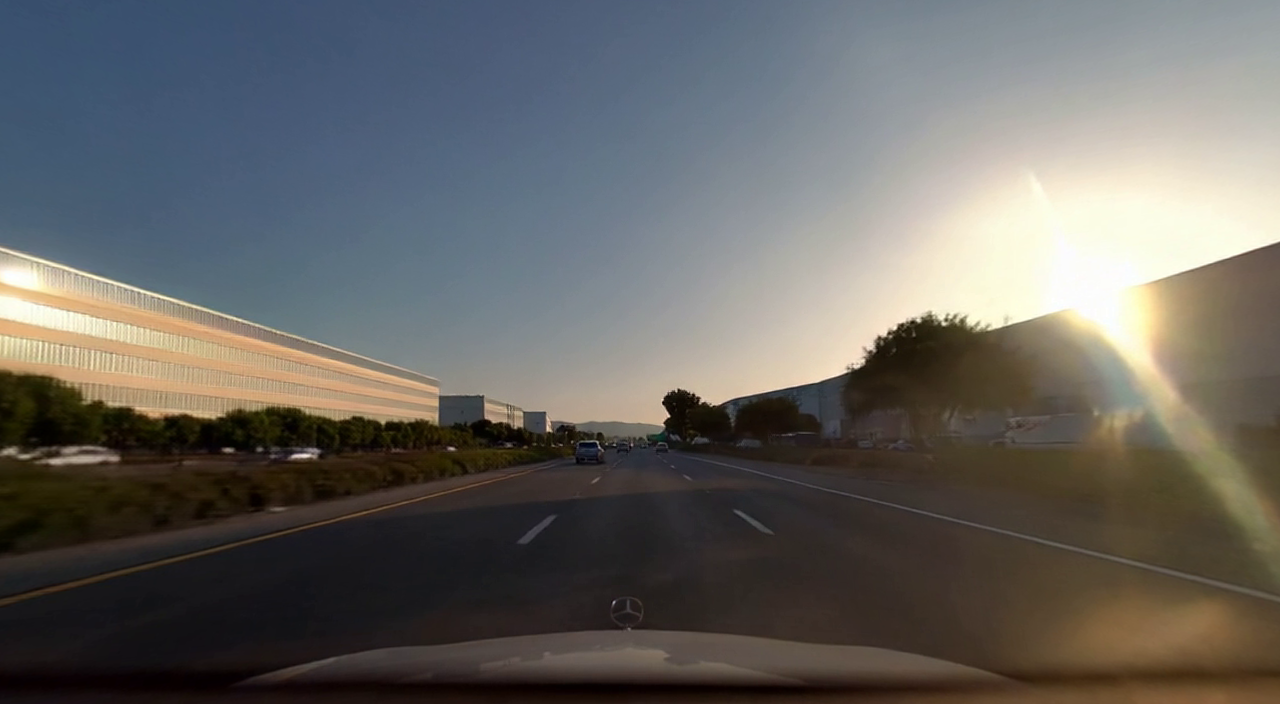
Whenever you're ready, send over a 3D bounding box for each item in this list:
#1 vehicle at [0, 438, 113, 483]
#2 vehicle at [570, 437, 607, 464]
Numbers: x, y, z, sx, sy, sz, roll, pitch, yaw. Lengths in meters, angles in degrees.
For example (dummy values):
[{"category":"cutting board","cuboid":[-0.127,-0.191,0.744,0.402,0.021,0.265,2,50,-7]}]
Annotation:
[{"category":"vehicle","cuboid":[-28.213,5.070,29.784,2.108,1.920,5.081,0,-9,0]},{"category":"vehicle","cuboid":[-3.642,7.123,45.562,2.218,1.850,4.774,0,-9,1]}]
